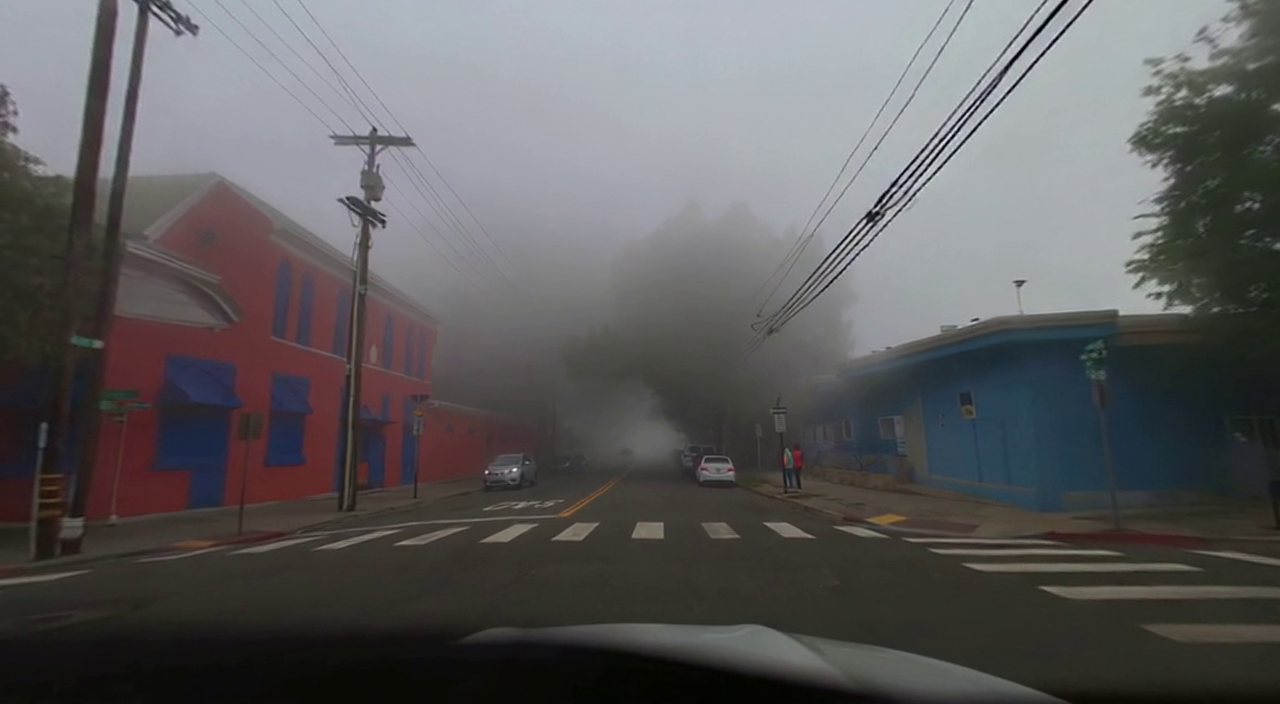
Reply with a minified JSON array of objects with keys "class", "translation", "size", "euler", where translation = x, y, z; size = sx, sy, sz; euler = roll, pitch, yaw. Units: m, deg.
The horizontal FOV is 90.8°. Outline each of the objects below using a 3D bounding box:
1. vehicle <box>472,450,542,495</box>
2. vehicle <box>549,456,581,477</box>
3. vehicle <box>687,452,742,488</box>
[{"class":"vehicle","translation":[-6.164,5.621,29.837],"size":[2.140,1.746,4.385],"euler":[-4,-8,2]},{"class":"vehicle","translation":[-5.833,8.959,49.553],"size":[1.844,1.486,4.474],"euler":[0,-9,2]},{"class":"vehicle","translation":[3.307,5.351,28.914],"size":[1.966,1.471,4.552],"euler":[0,-9,0]}]
